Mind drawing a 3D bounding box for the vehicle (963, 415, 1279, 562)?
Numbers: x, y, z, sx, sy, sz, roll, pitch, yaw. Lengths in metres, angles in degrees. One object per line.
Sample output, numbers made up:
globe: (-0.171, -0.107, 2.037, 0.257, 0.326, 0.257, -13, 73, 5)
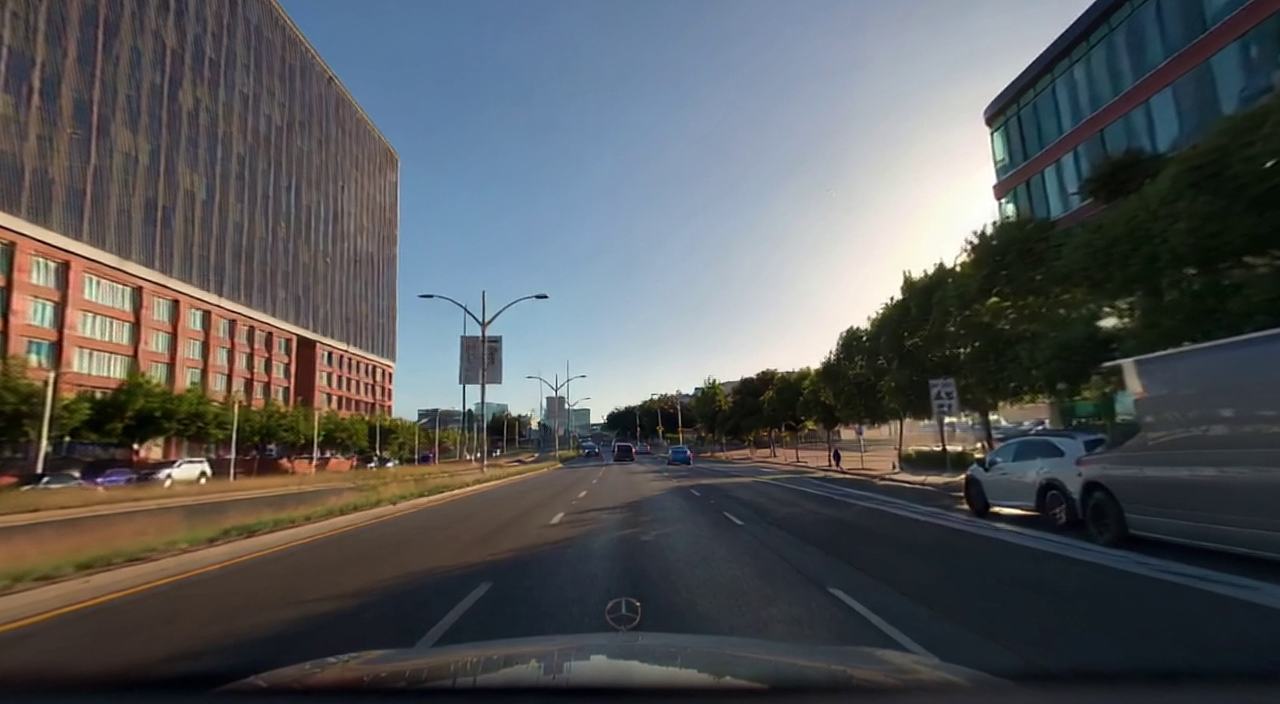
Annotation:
vehicle: (7.172, 1.972, 9.914, 2.017, 1.743, 4.453, -1, -8, 3)

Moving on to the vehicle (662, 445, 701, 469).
vehicle: (2.694, 6.979, 42.228, 2.090, 1.506, 4.382, 0, -8, -3)

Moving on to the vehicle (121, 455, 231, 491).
vehicle: (-29.711, 7.733, 40.859, 2.474, 1.971, 6.358, 0, -8, -2)

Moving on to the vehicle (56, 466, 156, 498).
vehicle: (-29.600, 7.178, 35.239, 1.742, 1.473, 4.529, 0, -8, -2)

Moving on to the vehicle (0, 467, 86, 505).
vehicle: (-29.211, 6.357, 29.799, 1.854, 1.450, 4.937, -4, -7, -2)
